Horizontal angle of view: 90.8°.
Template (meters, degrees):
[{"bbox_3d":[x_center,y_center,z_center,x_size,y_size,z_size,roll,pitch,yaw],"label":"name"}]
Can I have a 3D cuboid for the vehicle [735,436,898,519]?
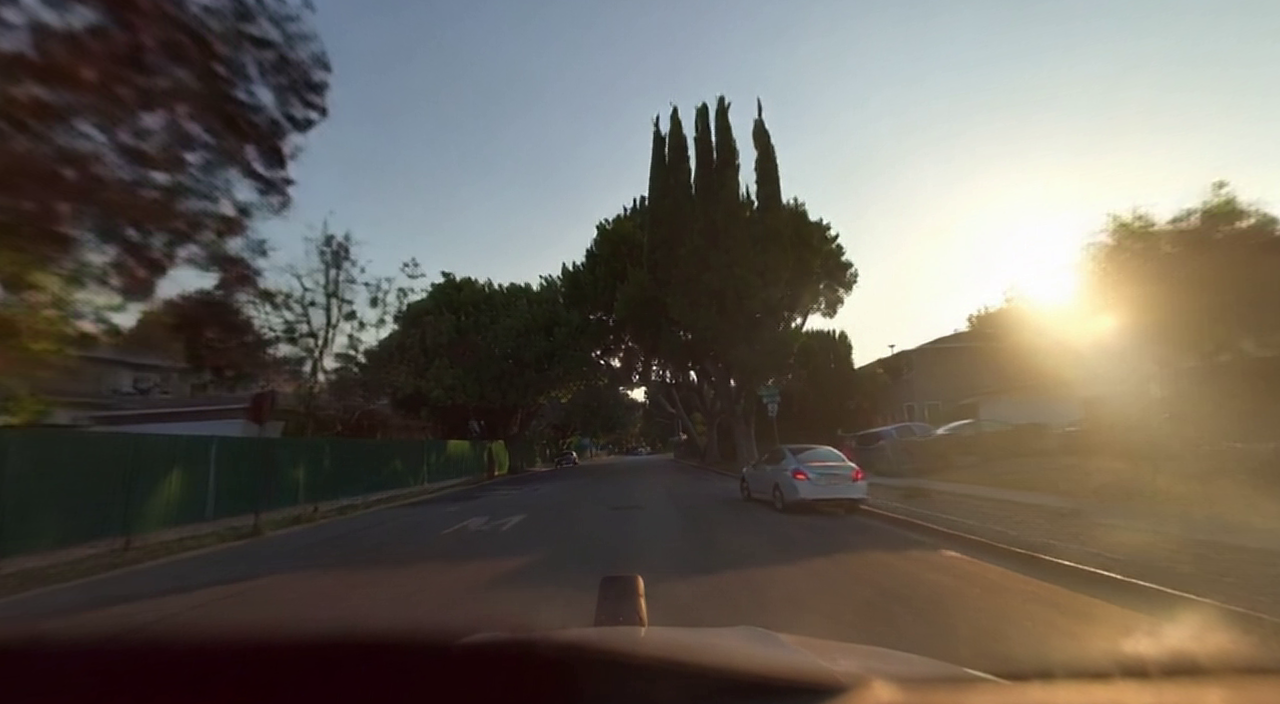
[{"bbox_3d":[3.674,2.712,14.324,2.051,1.524,5.047,0,-8,-2],"label":"vehicle"}]

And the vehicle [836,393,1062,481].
[{"bbox_3d":[9.749,2.761,20.367,5.935,1.911,2.236,-7,-10,-1],"label":"vehicle"}]
